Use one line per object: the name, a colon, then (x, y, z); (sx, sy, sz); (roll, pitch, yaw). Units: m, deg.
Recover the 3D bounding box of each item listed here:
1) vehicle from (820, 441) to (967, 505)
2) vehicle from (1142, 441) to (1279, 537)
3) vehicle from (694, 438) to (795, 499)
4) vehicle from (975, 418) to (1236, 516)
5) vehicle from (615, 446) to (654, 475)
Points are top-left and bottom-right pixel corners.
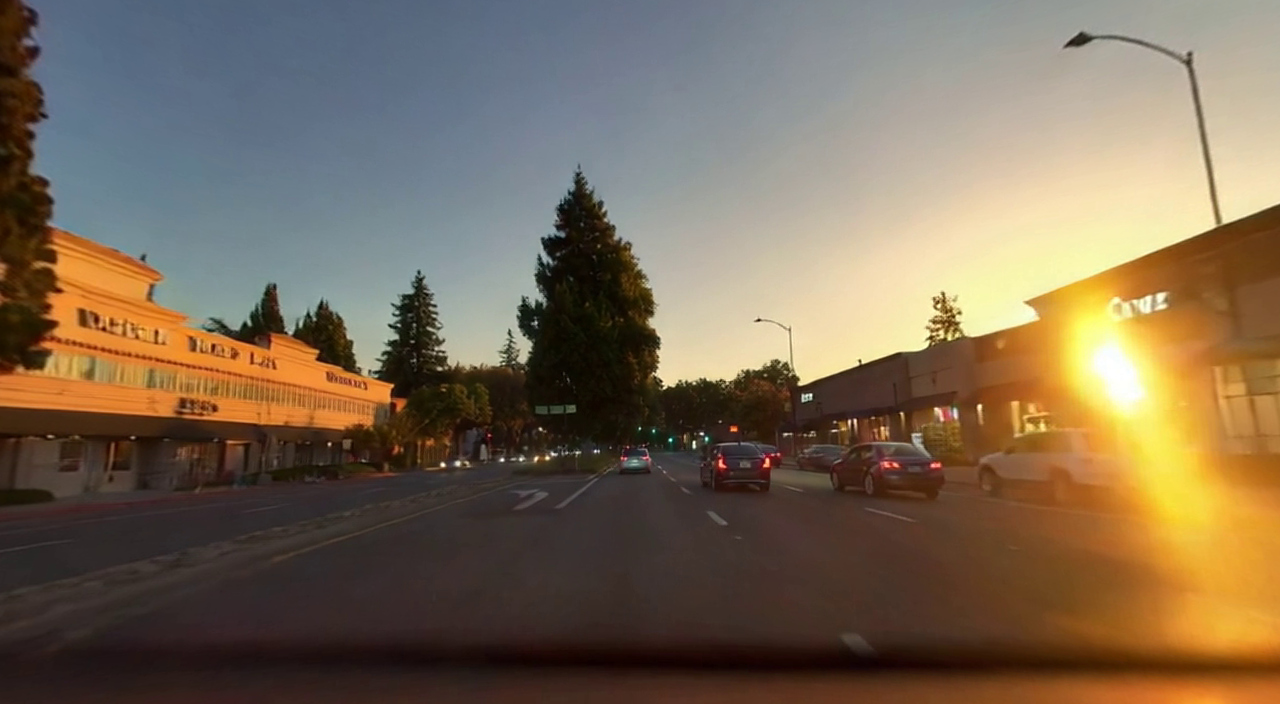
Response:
vehicle: (6.598, 3.182, 17.100); (1.952, 1.449, 4.544); (0, -9, -2)
vehicle: (10.486, 2.091, 9.764); (1.763, 1.430, 4.427); (0, -9, 0)
vehicle: (2.942, 3.405, 18.867); (2.072, 1.545, 4.578); (0, -9, -2)
vehicle: (10.470, 2.631, 14.920); (2.248, 1.899, 4.942); (0, -9, -2)
vehicle: (-0.309, 5.957, 34.929); (2.052, 1.461, 4.324); (0, -9, 0)
